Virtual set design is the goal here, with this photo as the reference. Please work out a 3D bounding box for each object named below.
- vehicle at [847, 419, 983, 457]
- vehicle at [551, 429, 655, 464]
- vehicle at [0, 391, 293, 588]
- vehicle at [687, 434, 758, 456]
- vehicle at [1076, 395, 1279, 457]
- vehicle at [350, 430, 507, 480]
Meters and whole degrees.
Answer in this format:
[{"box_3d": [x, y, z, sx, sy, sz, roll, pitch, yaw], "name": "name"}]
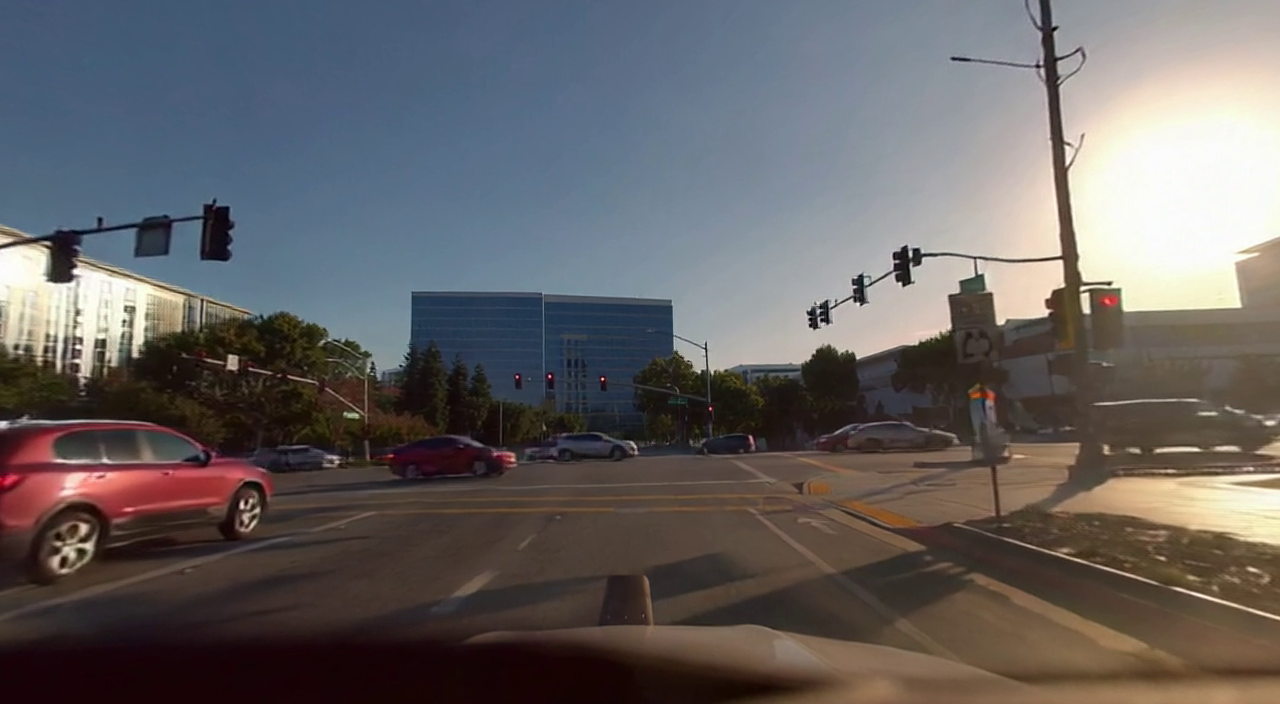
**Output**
[{"box_3d": [10.772, 3.443, 24.987, 4.515, 1.422, 1.802, -1, -9, 5], "name": "vehicle"}, {"box_3d": [-1.654, 4.397, 29.339, 4.591, 1.525, 1.836, -1, -9, 6], "name": "vehicle"}, {"box_3d": [-6.394, 1.496, 7.460, 1.785, 1.678, 4.729, 0, -9, 1], "name": "vehicle"}, {"box_3d": [5.716, 6.487, 43.843, 4.785, 1.472, 1.799, -1, -9, 5], "name": "vehicle"}, {"box_3d": [17.252, 2.375, 20.007, 5.084, 1.824, 2.050, -1, -9, 6], "name": "vehicle"}, {"box_3d": [-7.416, 3.661, 22.396, 4.865, 1.663, 1.962, -1, -9, 7], "name": "vehicle"}]
